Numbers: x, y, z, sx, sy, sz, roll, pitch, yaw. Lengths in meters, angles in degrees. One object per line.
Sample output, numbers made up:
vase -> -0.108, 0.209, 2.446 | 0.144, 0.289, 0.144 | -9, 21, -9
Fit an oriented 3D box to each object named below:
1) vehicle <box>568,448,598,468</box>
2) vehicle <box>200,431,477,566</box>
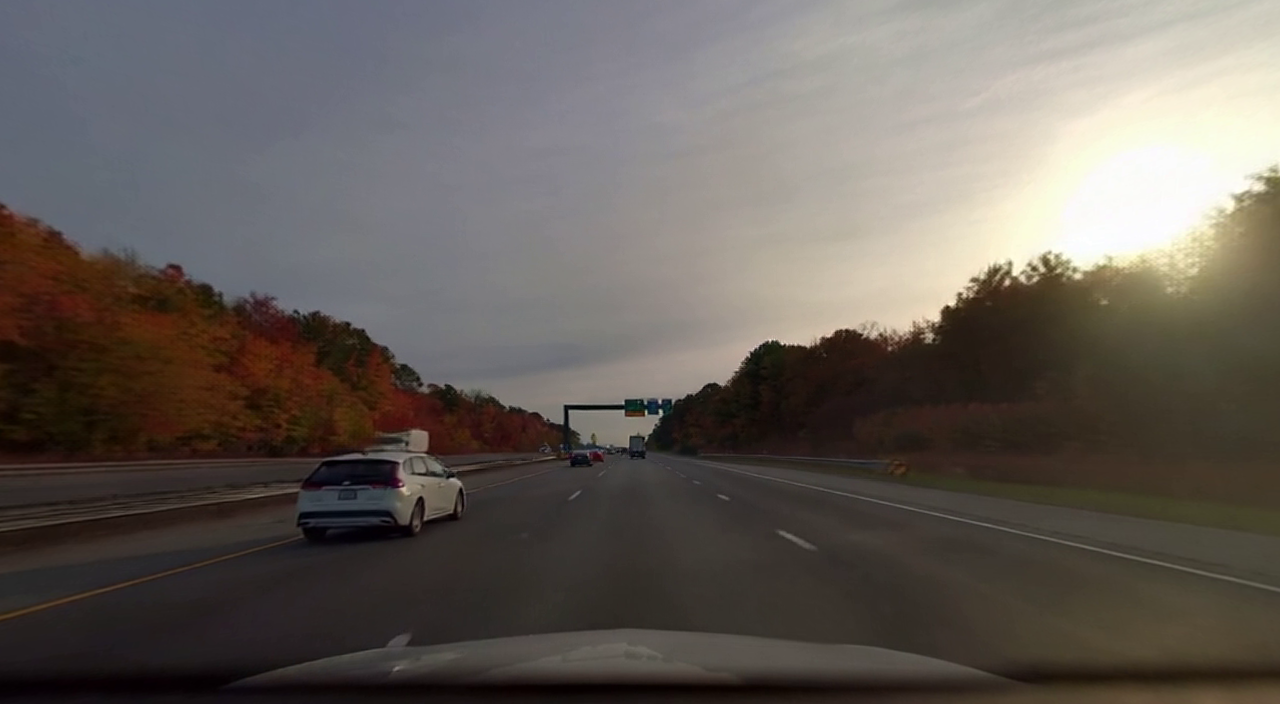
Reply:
vehicle -> -4.384, 8.140, 48.396 | 1.963, 1.475, 3.665 | 0, -9, 0
vehicle -> -4.004, 2.005, 9.293 | 2.071, 1.525, 4.058 | 0, -9, 0
